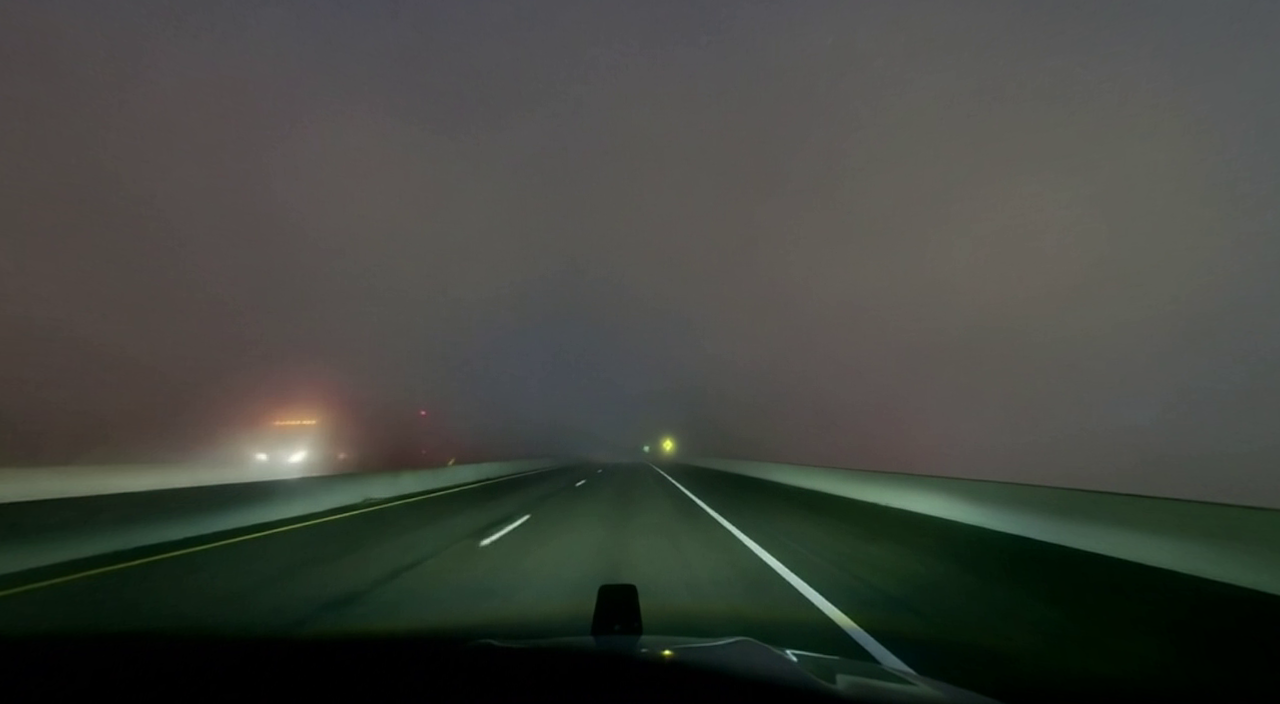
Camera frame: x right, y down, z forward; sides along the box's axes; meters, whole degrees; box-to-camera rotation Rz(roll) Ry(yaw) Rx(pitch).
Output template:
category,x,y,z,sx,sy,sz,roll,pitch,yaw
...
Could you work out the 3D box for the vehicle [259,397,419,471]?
category,x,y,z,sx,sy,sz,roll,pitch,yaw
vehicle,-17.406,5.168,38.340,2.816,3.631,14.591,0,-9,-1
